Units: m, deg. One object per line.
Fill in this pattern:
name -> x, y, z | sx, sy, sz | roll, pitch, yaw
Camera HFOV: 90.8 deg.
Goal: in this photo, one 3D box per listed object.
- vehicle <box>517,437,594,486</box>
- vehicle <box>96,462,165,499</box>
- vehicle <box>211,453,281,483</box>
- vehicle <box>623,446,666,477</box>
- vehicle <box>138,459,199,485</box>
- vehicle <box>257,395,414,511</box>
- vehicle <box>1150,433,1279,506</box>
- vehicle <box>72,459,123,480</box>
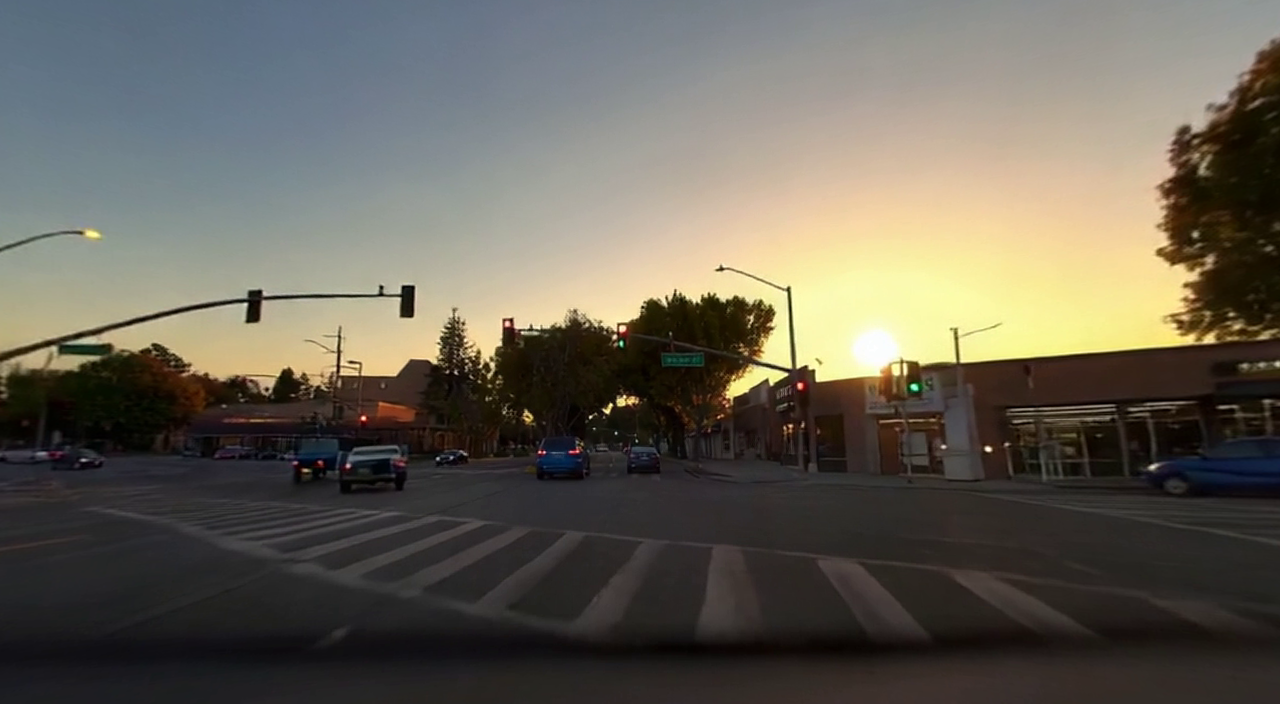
vehicle -> -3.321, 4.463, 26.039 | 2.464, 1.777, 5.128 | 0, -9, 0
vehicle -> -23.925, 5.938, 29.596 | 1.915, 1.480, 4.432 | 8, -12, -44
vehicle -> -26.012, 7.558, 41.623 | 5.425, 1.787, 2.191 | -7, -11, 39
vehicle -> 0.223, 5.586, 32.456 | 2.103, 1.487, 4.101 | 0, -9, 0
vehicle -> -30.235, 7.642, 40.466 | 4.125, 1.460, 1.967 | -7, -11, 37
vehicle -> -7.920, 2.680, 17.077 | 2.507, 2.667, 4.567 | 1, -9, -9
vehicle -> 14.120, 2.537, 13.801 | 4.406, 1.512, 1.935 | -6, -10, 35
vehicle -> -42.153, 9.082, 49.058 | 4.332, 1.453, 1.932 | -6, -10, 35
